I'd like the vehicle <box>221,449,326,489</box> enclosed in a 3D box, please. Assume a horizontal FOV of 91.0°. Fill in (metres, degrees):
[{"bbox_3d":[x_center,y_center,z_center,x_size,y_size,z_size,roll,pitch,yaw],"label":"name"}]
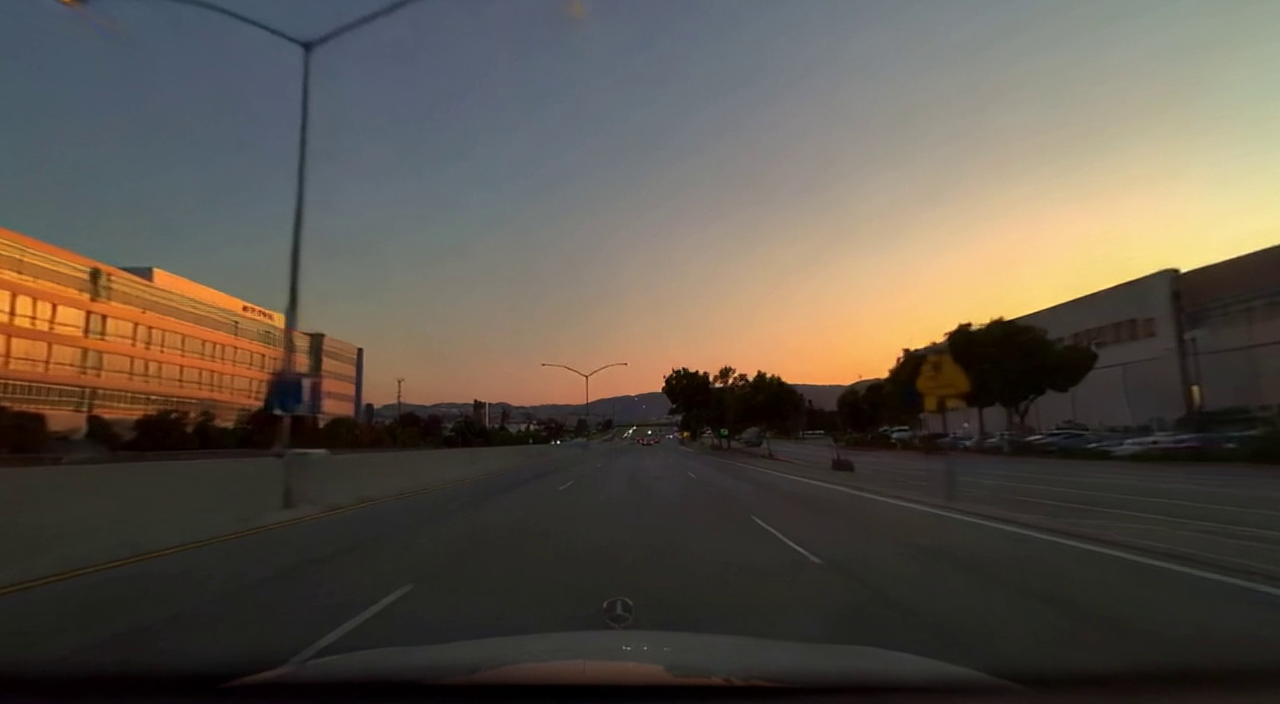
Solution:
[{"bbox_3d":[-15.132,4.813,26.254,1.786,1.475,4.117,-1,-8,2],"label":"vehicle"}]
